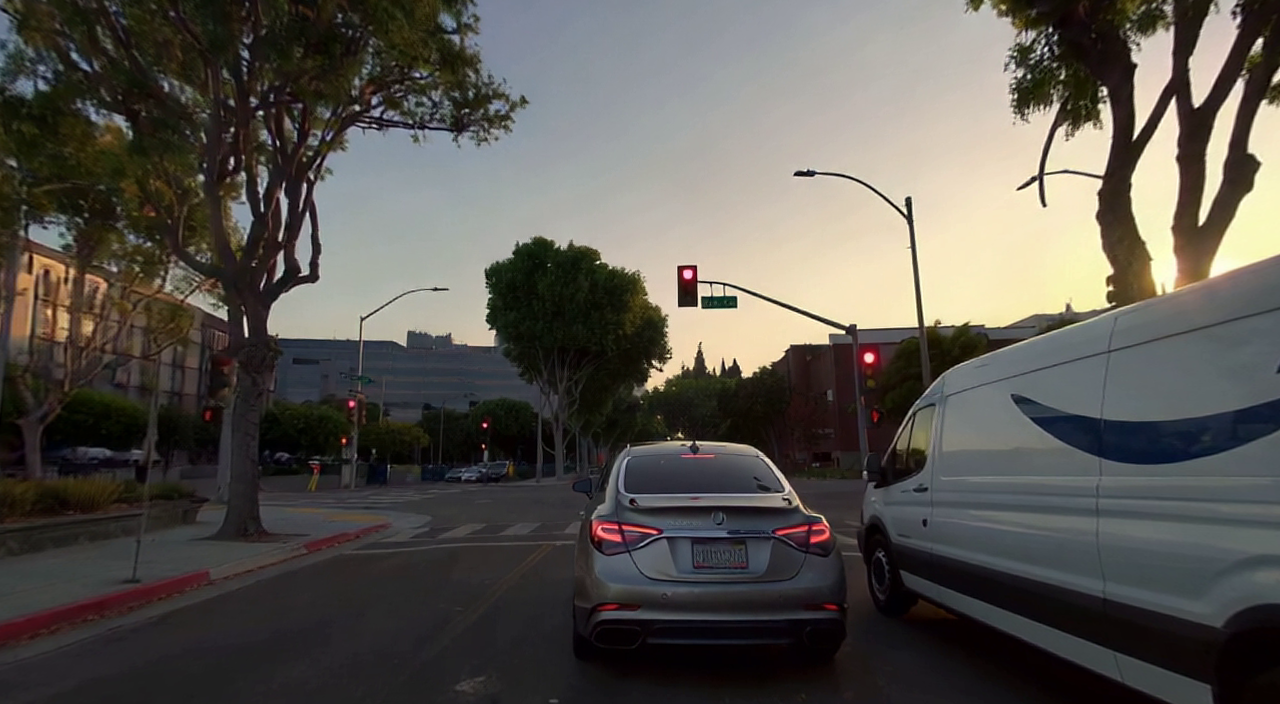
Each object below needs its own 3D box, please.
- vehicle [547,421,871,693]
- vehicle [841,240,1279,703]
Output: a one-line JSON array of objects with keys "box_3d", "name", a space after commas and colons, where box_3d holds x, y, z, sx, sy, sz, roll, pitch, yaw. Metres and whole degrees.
[{"box_3d": [0.379, 1.587, 5.726, 1.961, 1.629, 3.610, 1, -10, -2], "name": "vehicle"}, {"box_3d": [2.851, 0.890, 2.910, 2.054, 1.965, 5.248, 1, -11, -1], "name": "vehicle"}]
